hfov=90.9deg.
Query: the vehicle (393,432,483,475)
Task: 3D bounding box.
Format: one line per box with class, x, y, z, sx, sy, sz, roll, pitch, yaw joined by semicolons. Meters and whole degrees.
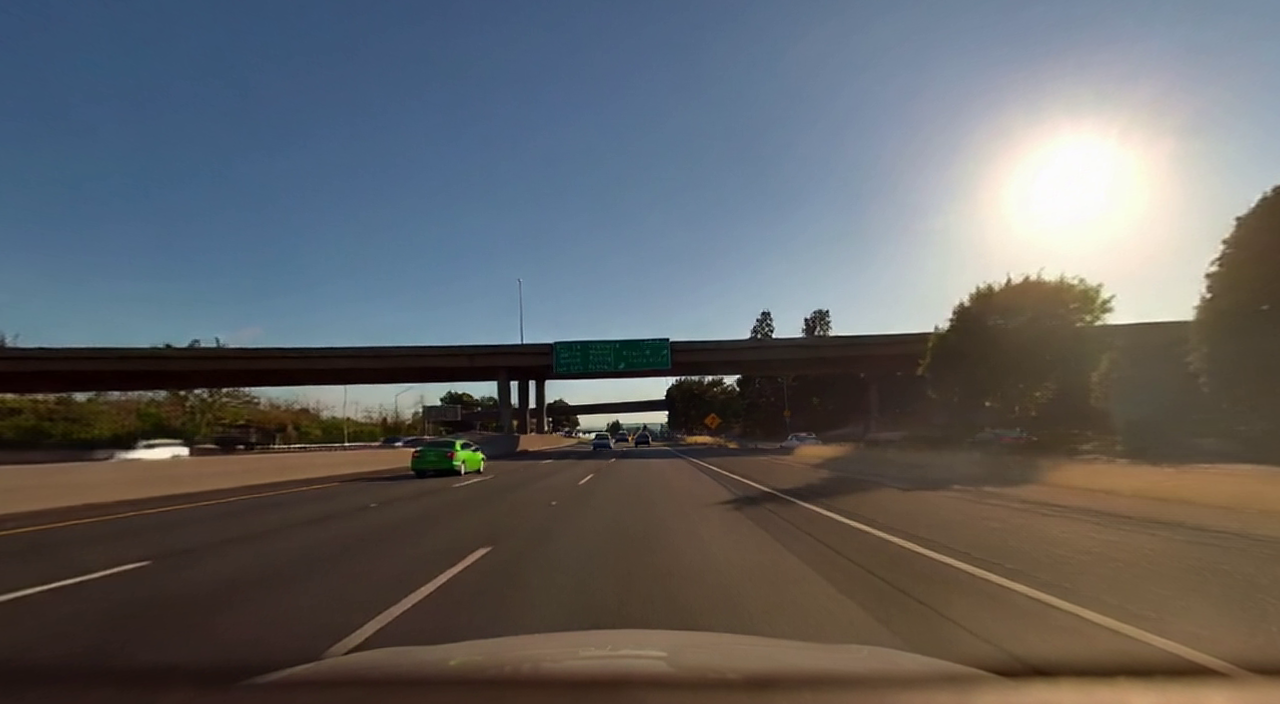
vehicle;-7.603;3.870;24.233;1.987;1.486;4.174;0;-8;2
